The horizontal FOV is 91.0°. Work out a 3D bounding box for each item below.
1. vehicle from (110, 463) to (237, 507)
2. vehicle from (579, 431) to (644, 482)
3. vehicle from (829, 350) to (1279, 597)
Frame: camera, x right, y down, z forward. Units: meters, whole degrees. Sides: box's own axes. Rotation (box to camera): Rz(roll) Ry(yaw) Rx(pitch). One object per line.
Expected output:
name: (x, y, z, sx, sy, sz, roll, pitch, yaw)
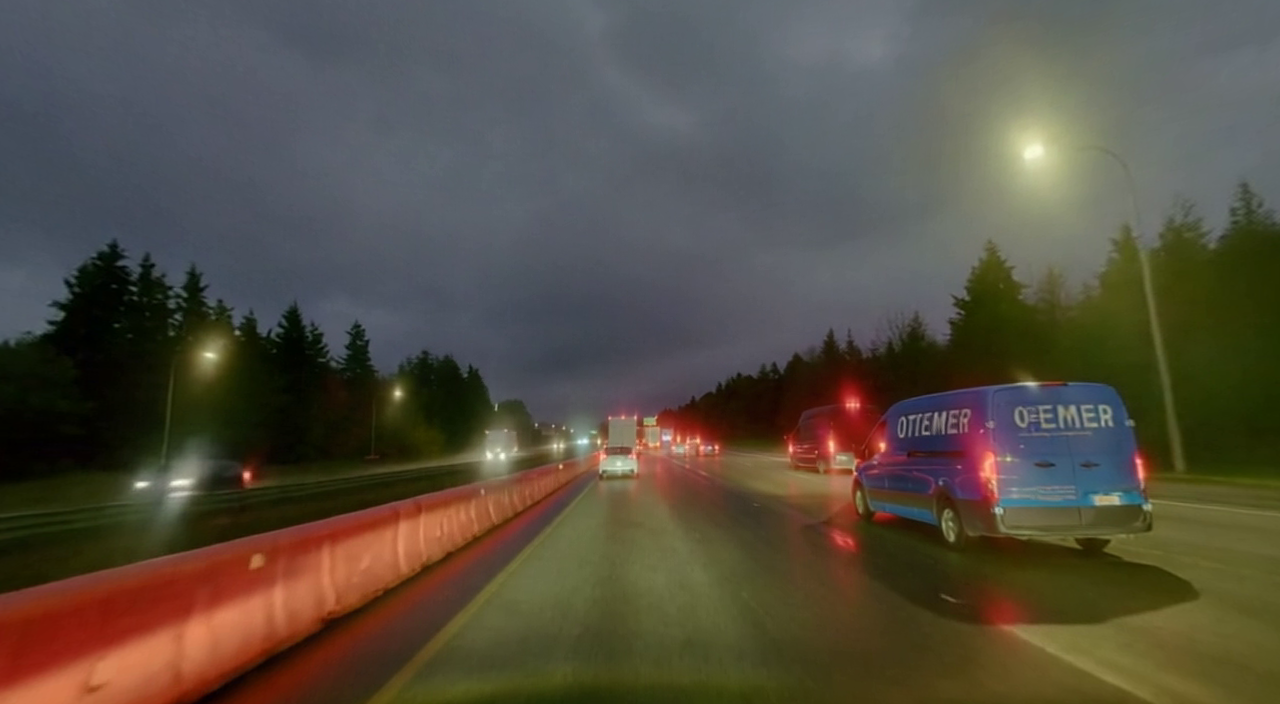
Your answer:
vehicle: (-18.616, 5.294, 25.401, 1.811, 1.456, 4.313, 0, -8, 0)
vehicle: (-0.977, 3.651, 22.270, 2.100, 1.636, 3.620, 0, -8, -1)
vehicle: (4.310, 1.343, 7.776, 2.223, 2.008, 5.121, 0, -8, -1)
